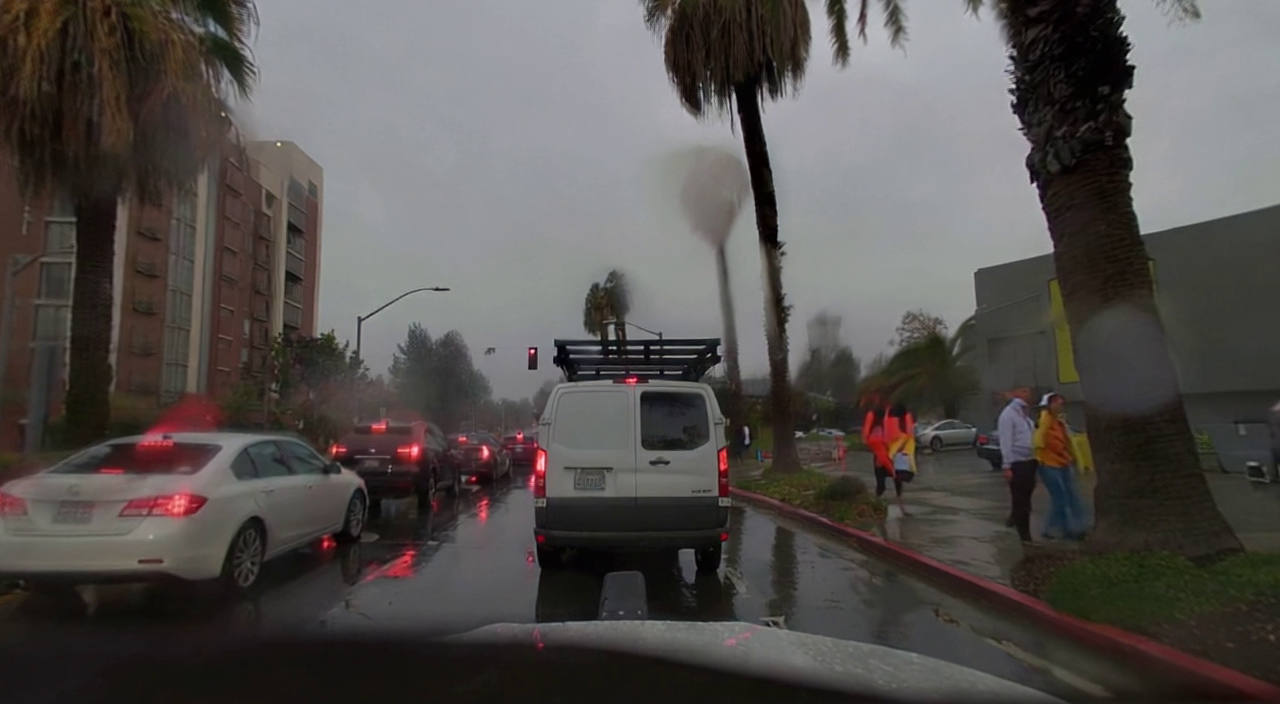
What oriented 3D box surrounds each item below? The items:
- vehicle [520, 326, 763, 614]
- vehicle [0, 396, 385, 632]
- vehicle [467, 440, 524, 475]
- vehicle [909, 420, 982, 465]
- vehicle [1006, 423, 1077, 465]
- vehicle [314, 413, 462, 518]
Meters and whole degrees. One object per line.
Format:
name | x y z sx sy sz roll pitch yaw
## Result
vehicle | -0.200 1.224 7.178 1.902 2.238 4.263 1 -9 -6
vehicle | -4.398 1.467 6.670 1.986 1.643 4.315 1 -9 -6
vehicle | -6.837 4.887 29.569 1.818 1.479 4.428 4 -9 -22
vehicle | 12.659 3.754 26.047 2.046 1.675 3.924 -6 -10 33
vehicle | 15.753 3.614 24.706 2.048 1.475 3.972 -6 -11 34
vehicle | -5.213 2.413 13.890 2.089 1.854 5.022 2 -9 -11
